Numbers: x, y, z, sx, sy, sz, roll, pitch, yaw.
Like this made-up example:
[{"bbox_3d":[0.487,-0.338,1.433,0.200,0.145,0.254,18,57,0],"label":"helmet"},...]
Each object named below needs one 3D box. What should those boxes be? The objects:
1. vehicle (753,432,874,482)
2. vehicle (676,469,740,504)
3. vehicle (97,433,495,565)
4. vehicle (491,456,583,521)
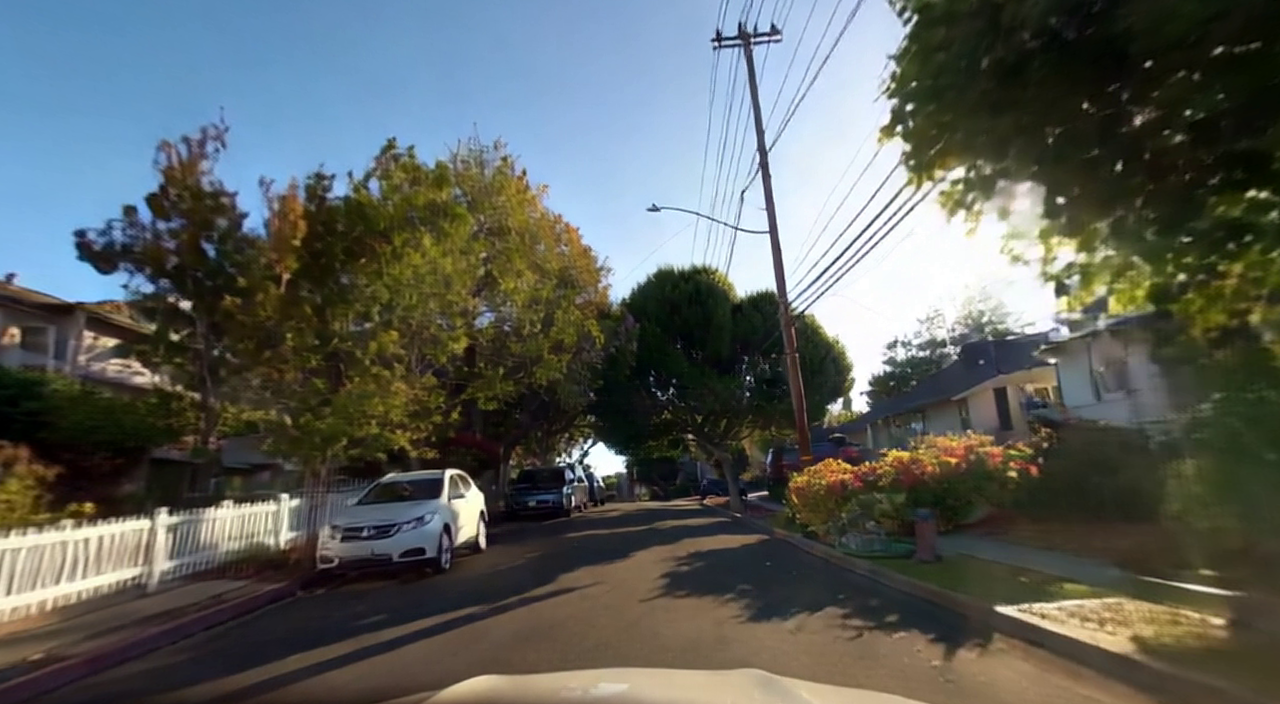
[{"bbox_3d":[6.878,4.181,25.353,4.249,1.905,1.904,1,-8,-2],"label":"vehicle"},{"bbox_3d":[3.517,6.858,32.413,3.005,1.535,4.025,-1,-9,7],"label":"vehicle"},{"bbox_3d":[-4.805,2.240,9.644,4.537,1.595,2.471,2,-14,-1],"label":"vehicle"},{"bbox_3d":[-2.817,3.865,18.418,2.081,1.589,4.691,0,-9,-2],"label":"vehicle"}]
